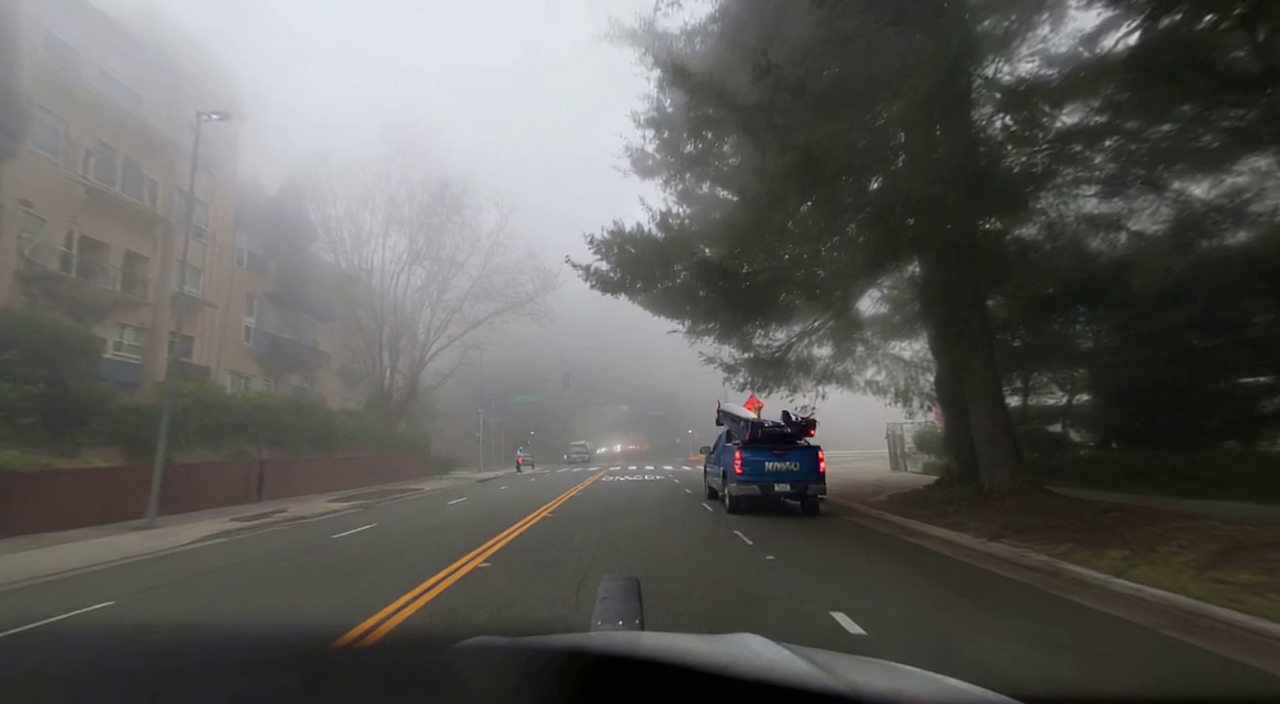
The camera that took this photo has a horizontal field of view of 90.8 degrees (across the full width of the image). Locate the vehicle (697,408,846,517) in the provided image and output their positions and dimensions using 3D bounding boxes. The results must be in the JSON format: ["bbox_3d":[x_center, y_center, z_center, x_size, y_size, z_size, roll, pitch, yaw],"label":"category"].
[{"bbox_3d":[2.715,2.493,14.639,2.177,2.015,5.463,0,-9,-1],"label":"vehicle"}]
